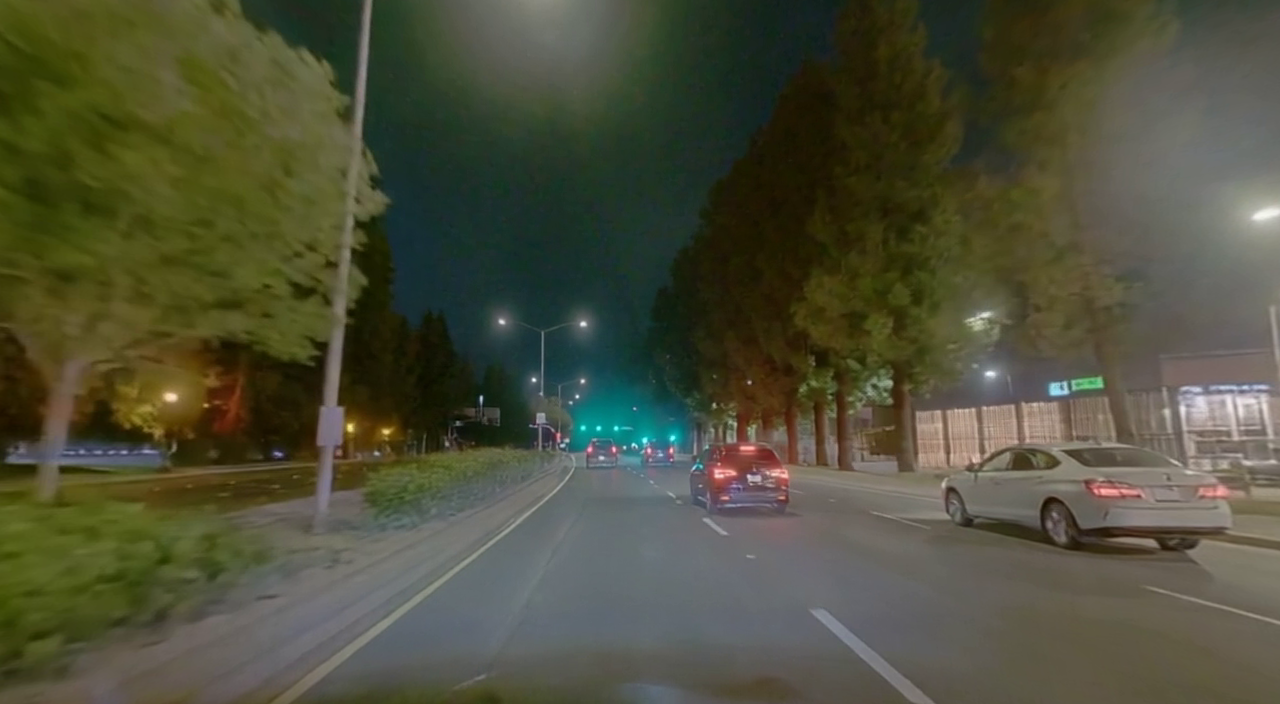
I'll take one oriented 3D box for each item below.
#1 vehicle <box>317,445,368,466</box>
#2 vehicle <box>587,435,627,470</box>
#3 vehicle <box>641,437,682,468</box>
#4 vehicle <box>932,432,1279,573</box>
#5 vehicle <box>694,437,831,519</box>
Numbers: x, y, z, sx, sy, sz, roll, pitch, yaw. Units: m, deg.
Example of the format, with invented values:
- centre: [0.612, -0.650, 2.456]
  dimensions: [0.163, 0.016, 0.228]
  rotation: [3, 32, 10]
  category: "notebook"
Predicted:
- centre: [-21.867, 7.618, 46.439]
  dimensions: [1.880, 1.480, 4.427]
  rotation: [0, -8, -4]
  category: "vehicle"
- centre: [-1.836, 5.504, 34.639]
  dimensions: [2.051, 1.798, 4.168]
  rotation: [0, -8, -4]
  category: "vehicle"
- centre: [1.225, 6.112, 38.362]
  dimensions: [2.000, 1.745, 4.206]
  rotation: [1, -8, -5]
  category: "vehicle"
- centre: [6.166, 1.906, 8.842]
  dimensions: [1.917, 1.457, 4.274]
  rotation: [0, -8, -2]
  category: "vehicle"
- centre: [2.383, 2.577, 13.434]
  dimensions: [1.883, 1.452, 4.258]
  rotation: [0, -8, -3]
  category: "vehicle"
